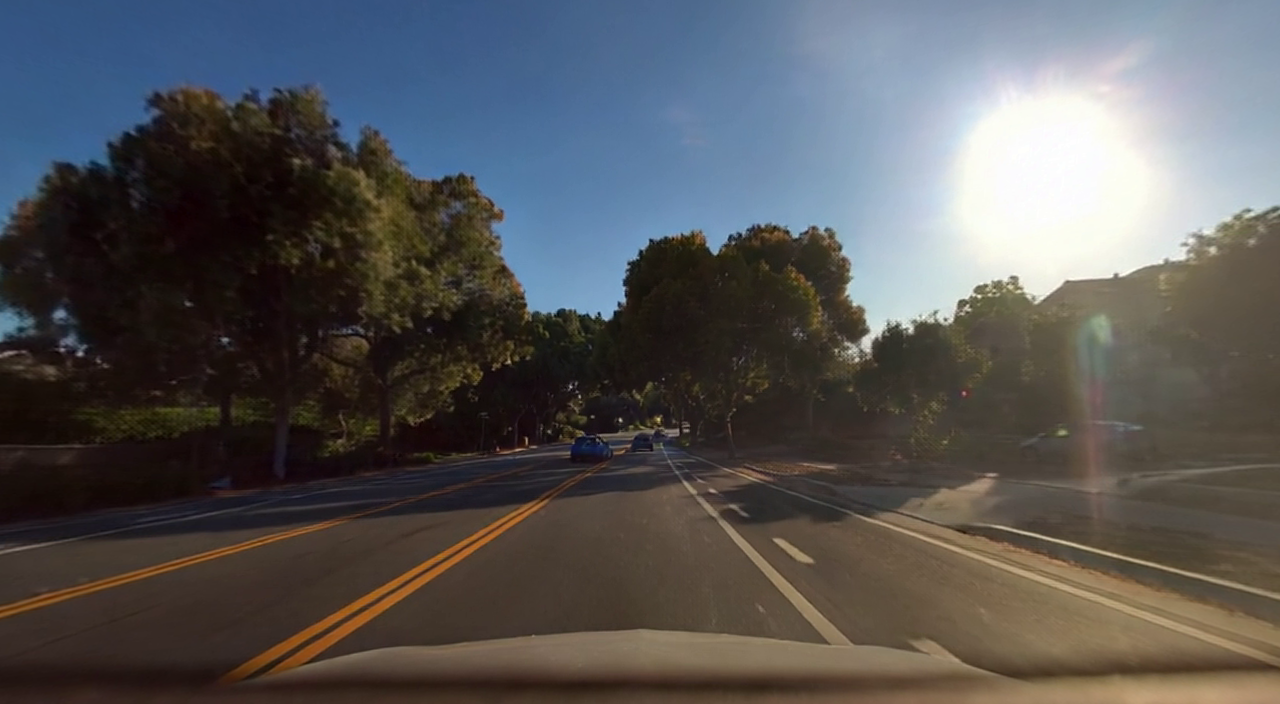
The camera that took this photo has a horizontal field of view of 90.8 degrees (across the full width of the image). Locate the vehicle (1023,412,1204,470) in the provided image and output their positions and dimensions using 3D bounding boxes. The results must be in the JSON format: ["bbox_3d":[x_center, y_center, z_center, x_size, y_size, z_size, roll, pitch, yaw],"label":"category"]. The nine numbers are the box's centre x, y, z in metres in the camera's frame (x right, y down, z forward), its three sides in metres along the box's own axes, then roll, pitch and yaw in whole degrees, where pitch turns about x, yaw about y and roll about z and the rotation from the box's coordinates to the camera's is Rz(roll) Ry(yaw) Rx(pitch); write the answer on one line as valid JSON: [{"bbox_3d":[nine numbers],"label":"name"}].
[{"bbox_3d":[13.517,2.596,18.473,1.762,1.479,4.546,0,-8,0],"label":"vehicle"}]

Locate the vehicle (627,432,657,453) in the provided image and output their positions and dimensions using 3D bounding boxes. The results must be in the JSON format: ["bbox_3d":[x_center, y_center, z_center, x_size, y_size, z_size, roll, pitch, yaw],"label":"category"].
[{"bbox_3d":[0.182,6.680,46.593,2.067,1.486,3.861,0,-9,2],"label":"vehicle"}]
